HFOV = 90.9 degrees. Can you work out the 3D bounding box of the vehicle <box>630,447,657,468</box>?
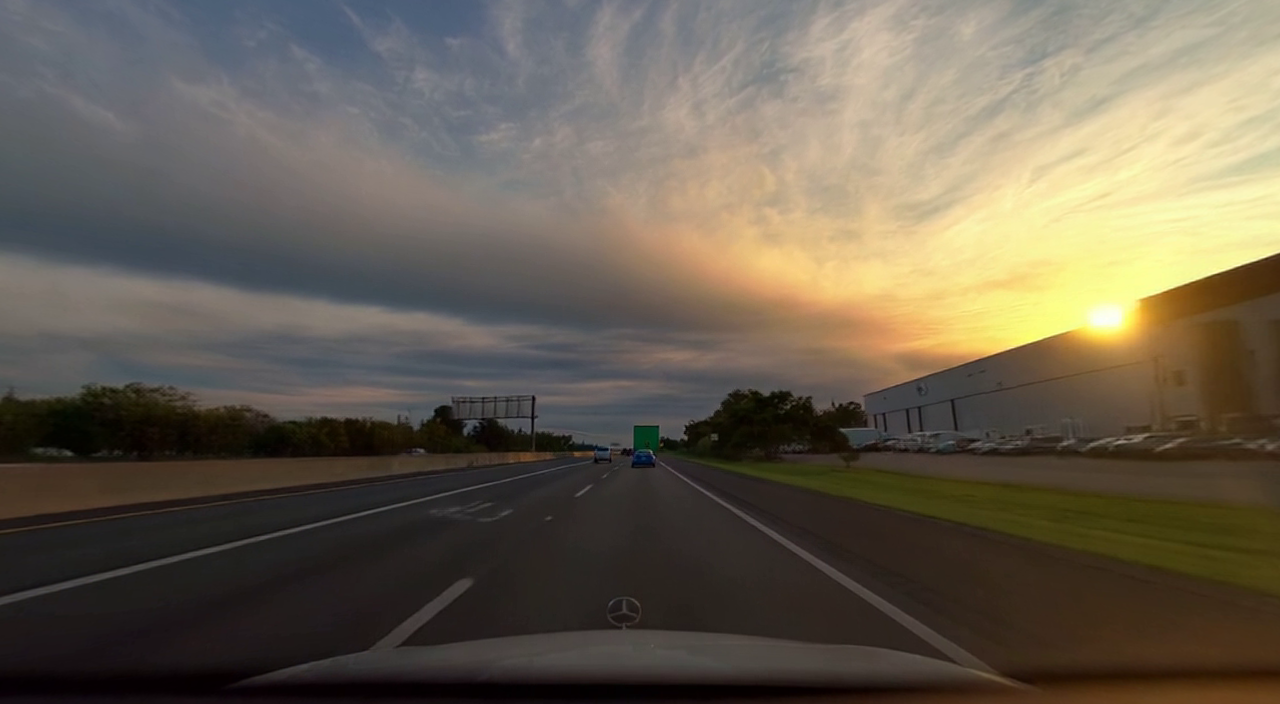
[{"bbox_3d":[0.290,8.320,49.643,2.094,1.559,3.945,-1,-9,1],"label":"vehicle"}]
